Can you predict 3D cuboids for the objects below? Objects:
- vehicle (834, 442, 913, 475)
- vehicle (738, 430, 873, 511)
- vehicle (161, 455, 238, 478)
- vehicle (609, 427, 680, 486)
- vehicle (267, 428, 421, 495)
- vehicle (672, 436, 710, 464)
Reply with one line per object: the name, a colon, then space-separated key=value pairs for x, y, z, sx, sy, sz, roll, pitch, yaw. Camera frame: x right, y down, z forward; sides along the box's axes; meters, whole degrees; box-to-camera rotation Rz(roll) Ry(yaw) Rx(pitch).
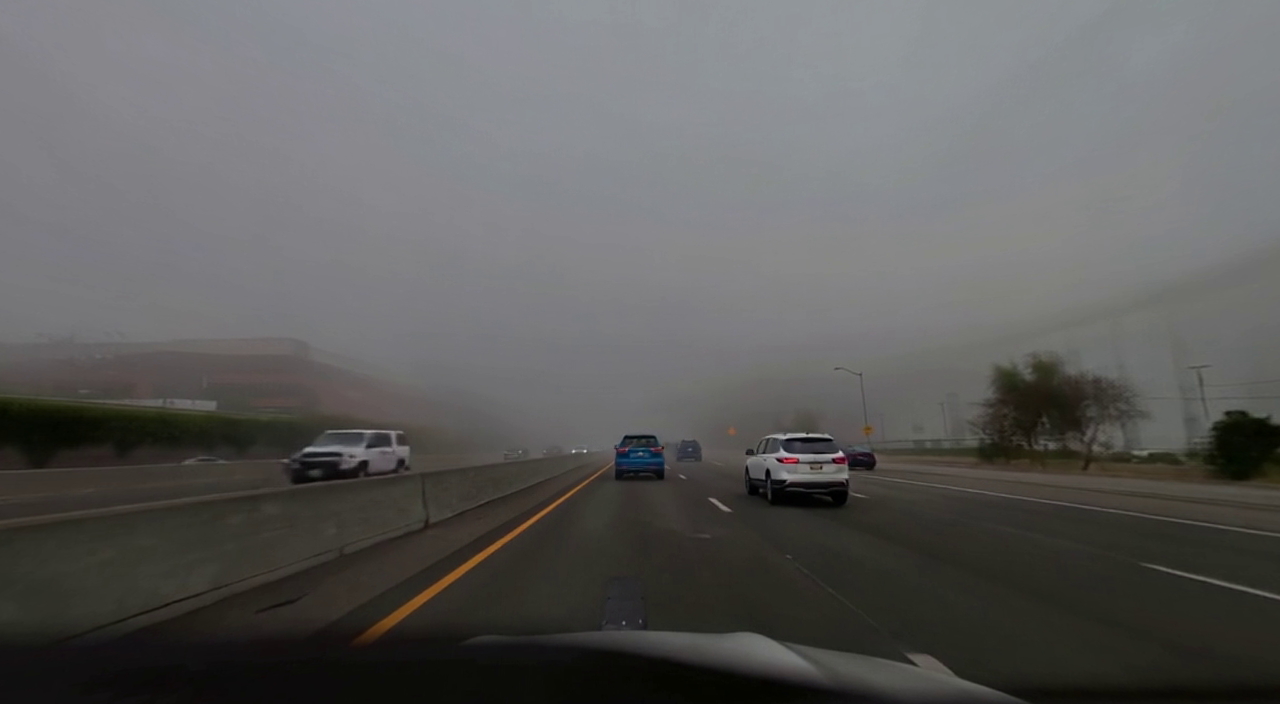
vehicle: x=10.953 y=5.005 z=29.951 sx=2.027 sy=1.446 sz=4.470 roll=0 pitch=-8 yaw=0
vehicle: x=3.614 y=2.659 z=14.644 sx=2.042 sy=1.592 sz=4.047 roll=0 pitch=-8 yaw=0
vehicle: x=-31.328 y=8.133 z=45.066 sx=1.912 sy=1.493 sz=4.743 roll=-1 pitch=-8 yaw=3
vehicle: x=0.163 y=3.715 z=22.673 sx=2.290 sy=1.862 sz=4.454 roll=0 pitch=-8 yaw=0
vehicle: x=-10.807 y=4.064 z=23.886 sx=2.614 sy=2.135 sz=6.505 roll=0 pitch=-8 yaw=0
vehicle: x=3.800 y=7.458 z=47.927 sx=2.328 sy=1.987 sz=5.440 roll=0 pitch=-8 yaw=-1
